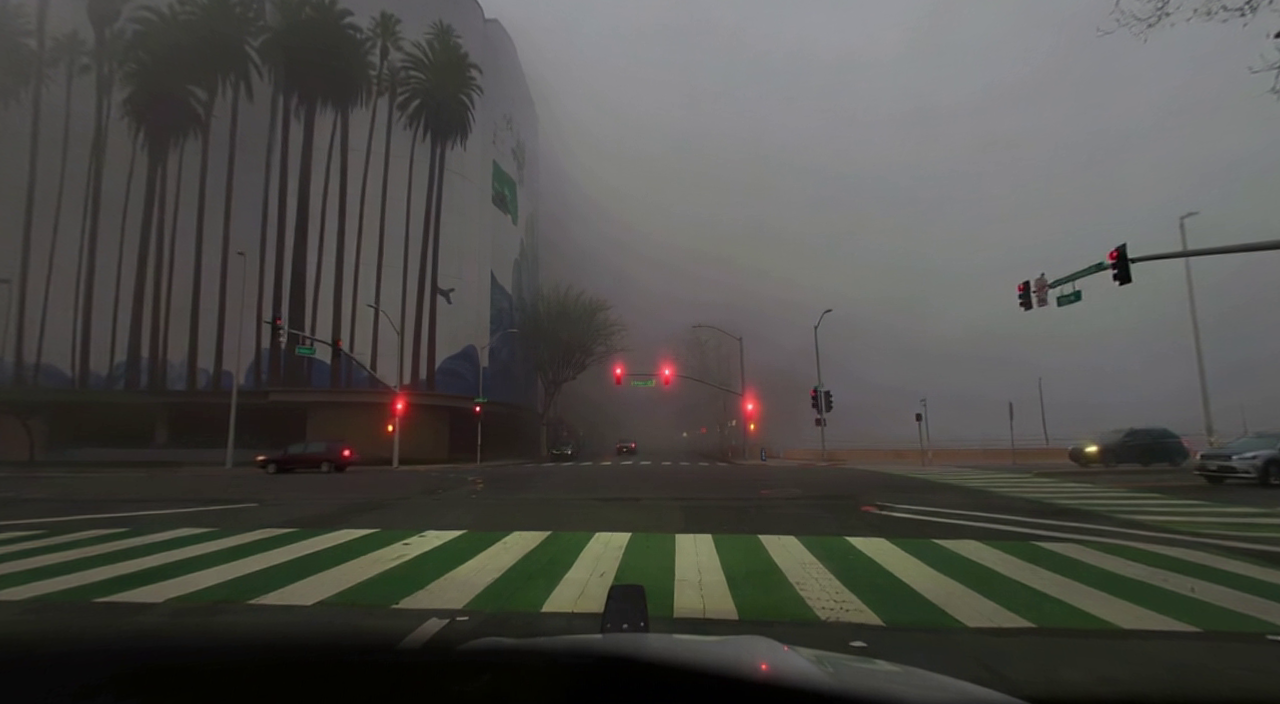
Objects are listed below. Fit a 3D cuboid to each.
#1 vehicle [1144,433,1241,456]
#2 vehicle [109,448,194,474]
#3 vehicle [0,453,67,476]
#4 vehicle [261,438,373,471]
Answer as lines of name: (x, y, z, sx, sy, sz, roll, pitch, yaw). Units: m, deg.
vehicle: (36.152, 6.043, 41.305, 4.606, 1.449, 1.687, 0, -8, 2)
vehicle: (-33.074, 7.395, 42.752, 4.136, 1.661, 1.857, 0, -8, 1)
vehicle: (-41.663, 7.606, 42.768, 3.698, 1.508, 1.779, 0, -8, 1)
vehicle: (-19.194, 6.109, 37.659, 5.477, 1.880, 2.125, 0, -8, 1)
